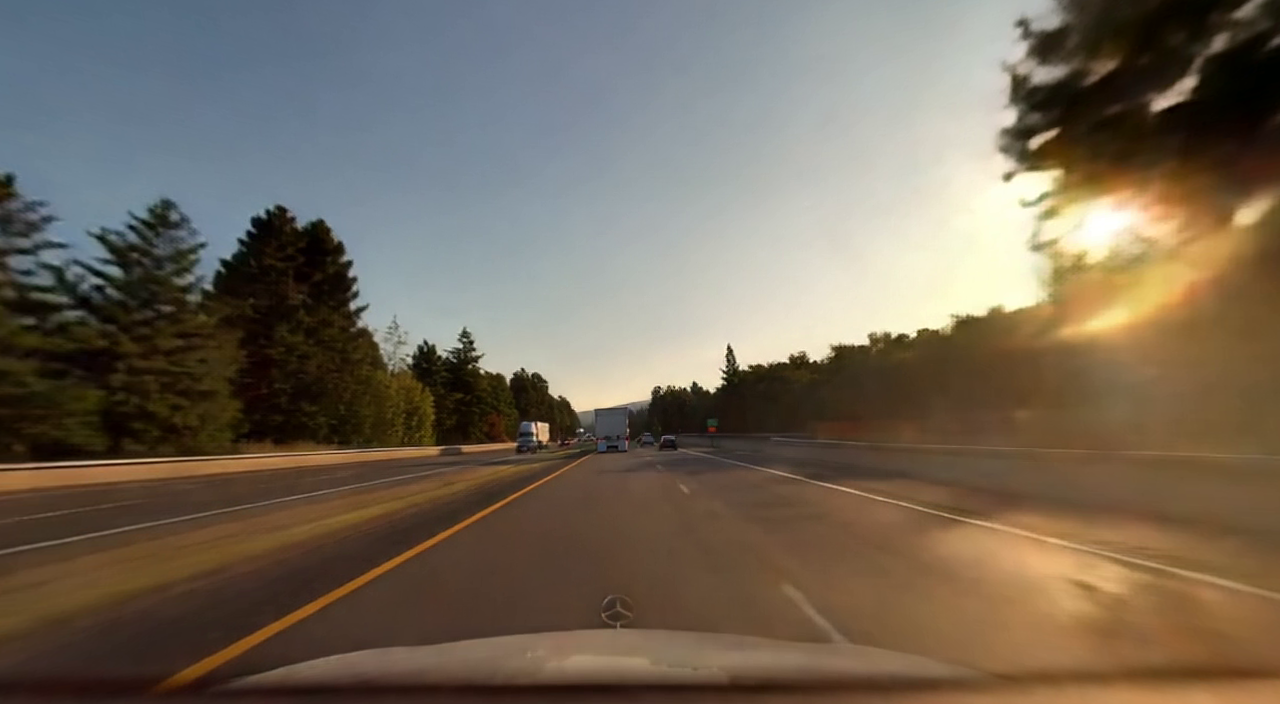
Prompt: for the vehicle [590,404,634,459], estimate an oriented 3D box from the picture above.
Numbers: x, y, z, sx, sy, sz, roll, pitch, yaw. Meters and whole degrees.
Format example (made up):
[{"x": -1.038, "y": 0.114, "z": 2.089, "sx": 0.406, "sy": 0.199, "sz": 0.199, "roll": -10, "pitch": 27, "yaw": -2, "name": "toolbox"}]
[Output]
[{"x": -1.742, "y": 4.972, "z": 39.139, "sx": 2.450, "sy": 3.098, "sz": 6.965, "roll": 0, "pitch": -8, "yaw": -2, "name": "vehicle"}]
